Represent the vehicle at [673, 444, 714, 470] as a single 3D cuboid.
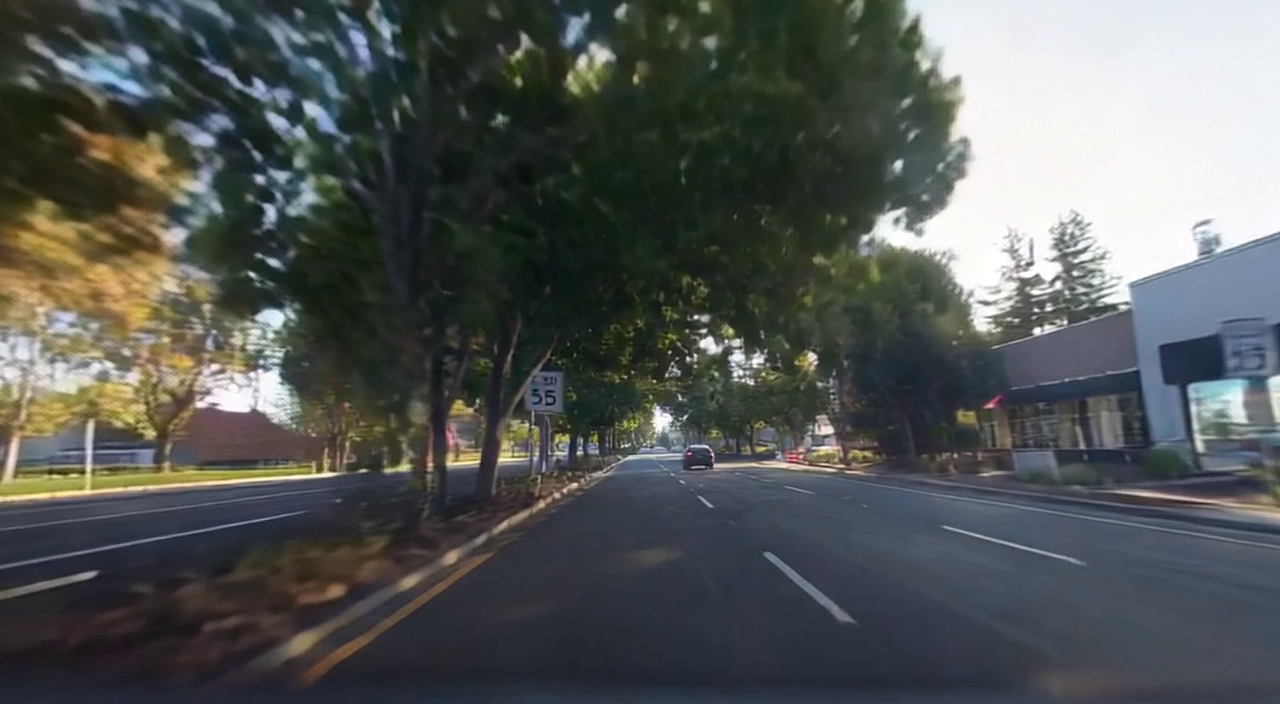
[{"bbox_3d":[3.276,6.486,39.177,2.015,1.479,4.444,0,-9,-2],"label":"vehicle"}]
